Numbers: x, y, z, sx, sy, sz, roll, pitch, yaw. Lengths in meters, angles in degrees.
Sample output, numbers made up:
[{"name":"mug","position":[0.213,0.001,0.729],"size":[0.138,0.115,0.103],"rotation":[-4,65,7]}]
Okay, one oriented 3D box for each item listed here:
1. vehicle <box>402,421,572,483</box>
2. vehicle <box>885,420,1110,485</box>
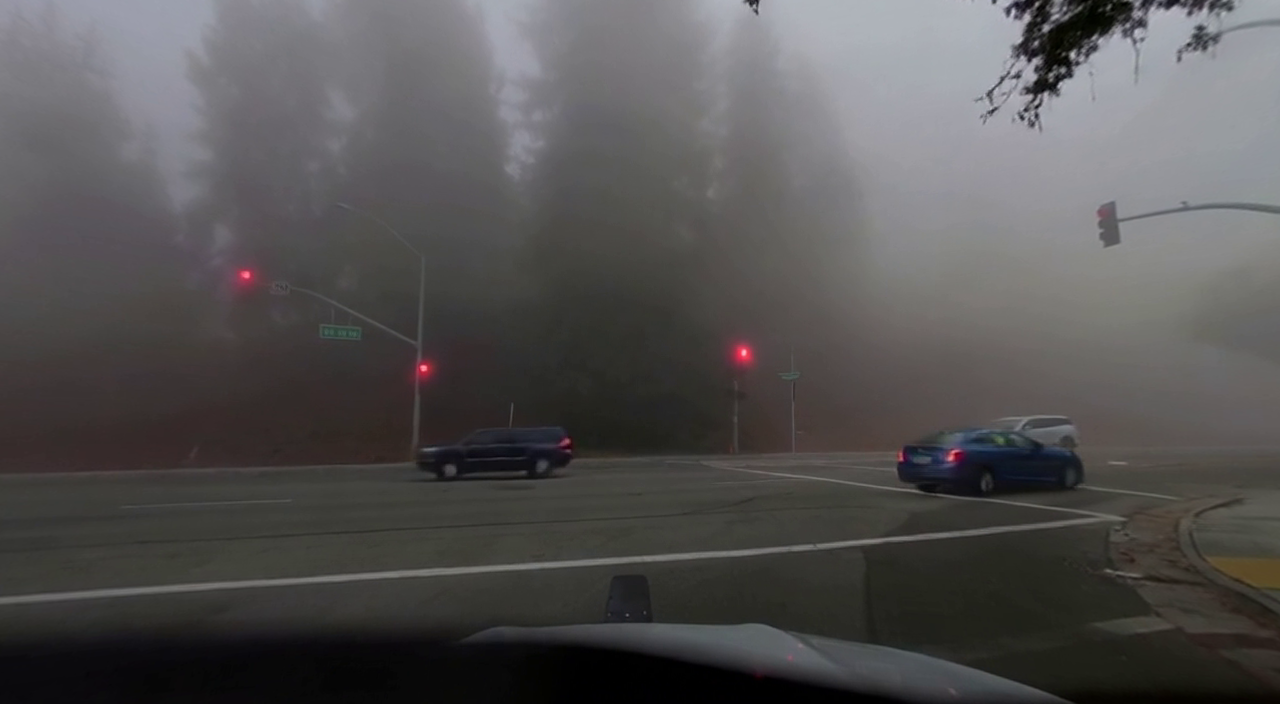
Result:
[{"name":"vehicle","position":[-4.788,3.138,19.967],"size":[4.966,1.806,2.007],"rotation":[2,-9,-16]},{"name":"vehicle","position":[8.746,2.455,15.566],"size":[4.757,1.442,1.858],"rotation":[2,-9,-14]}]
